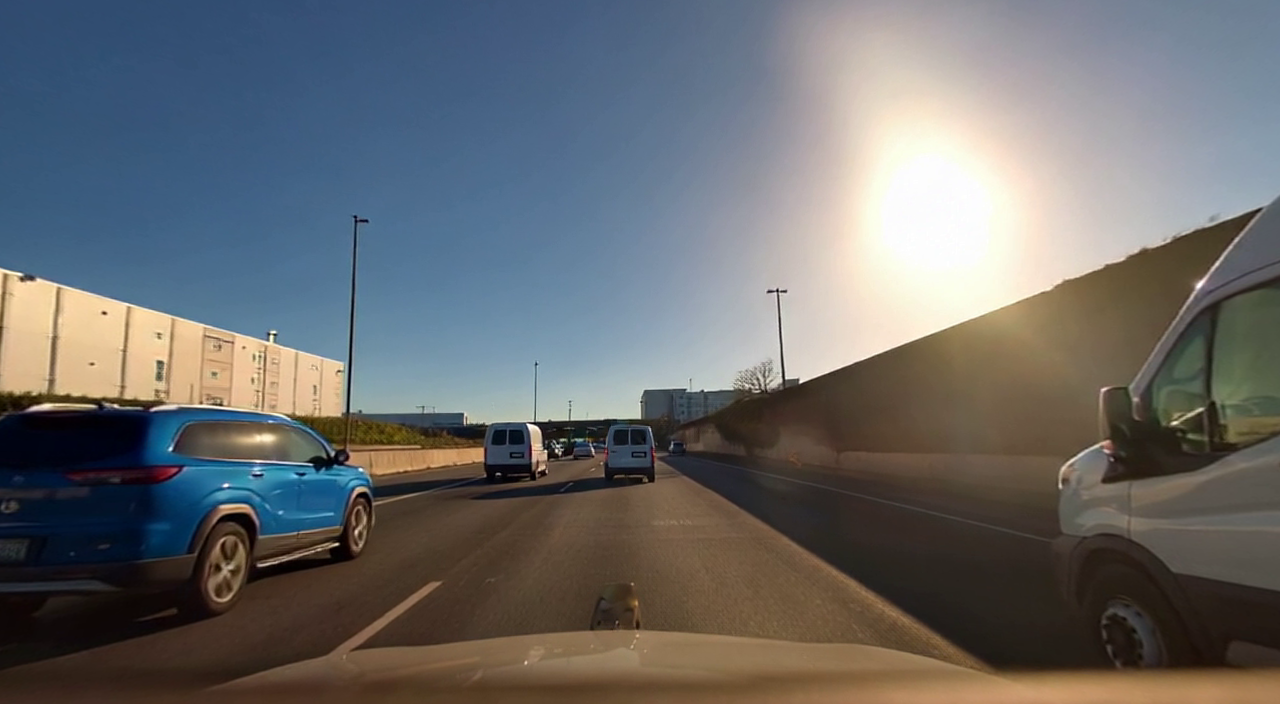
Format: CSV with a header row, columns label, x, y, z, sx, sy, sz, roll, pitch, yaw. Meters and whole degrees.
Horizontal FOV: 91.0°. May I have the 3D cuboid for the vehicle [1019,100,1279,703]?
label,x,y,z,sx,sy,sz,roll,pitch,yaw
vehicle,3.956,0.083,1.454,2.427,2.652,5.769,0,-8,-1

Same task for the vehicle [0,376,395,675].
label,x,y,z,sx,sy,sz,roll,pitch,yaw
vehicle,-4.110,1.302,5.837,1.972,1.703,4.333,0,-8,-1

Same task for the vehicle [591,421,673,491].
label,x,y,z,sx,sy,sz,roll,pitch,yaw
vehicle,-0.275,3.211,19.859,2.304,1.925,4.282,0,-8,-1

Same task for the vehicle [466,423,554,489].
label,x,y,z,sx,sy,sz,roll,pitch,yaw
vehicle,-4.169,3.400,20.953,2.038,1.936,4.300,-1,-8,0
